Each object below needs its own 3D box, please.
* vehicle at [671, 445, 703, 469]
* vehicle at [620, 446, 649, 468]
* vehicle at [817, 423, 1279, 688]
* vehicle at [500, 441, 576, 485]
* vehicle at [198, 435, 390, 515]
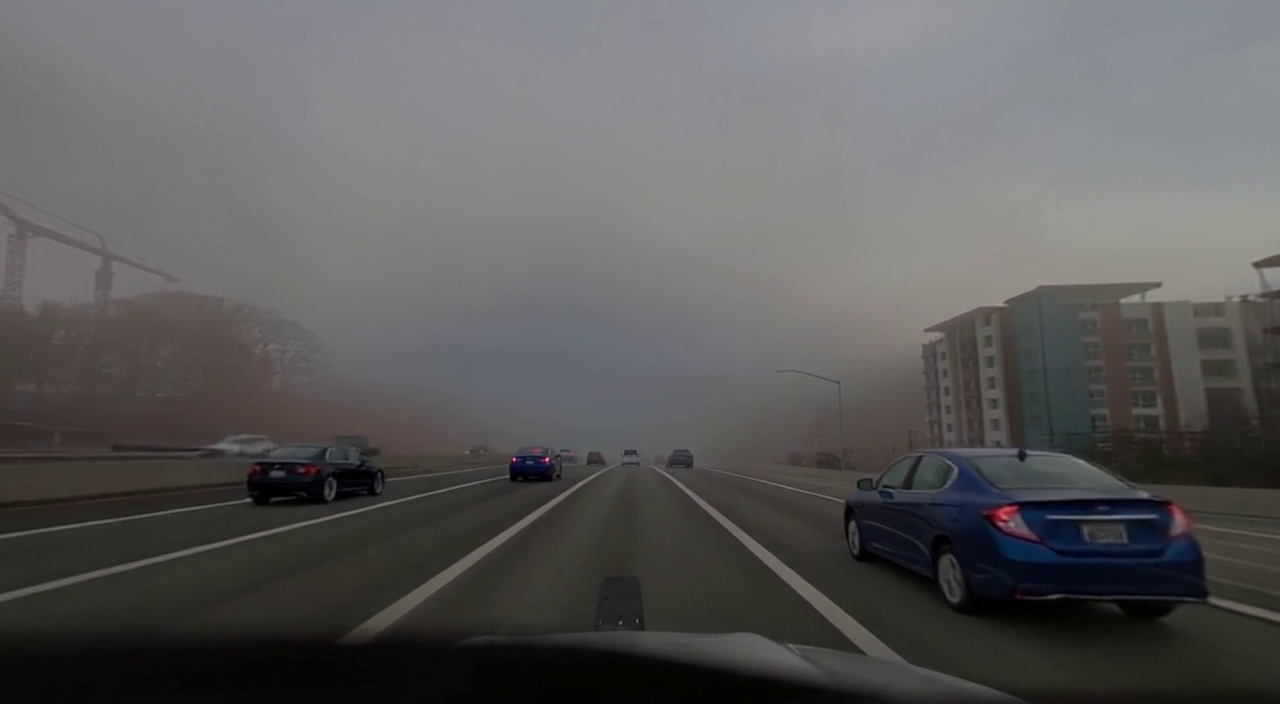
[{"bbox_3d":[3.384,7.635,46.107,1.978,1.602,4.092,1,-8,-1],"label":"vehicle"},{"bbox_3d":[-0.421,7.628,46.164,2.019,1.472,3.971,1,-8,0],"label":"vehicle"},{"bbox_3d":[3.336,1.493,5.905,1.995,1.486,4.463,1,-8,-1],"label":"vehicle"},{"bbox_3d":[-3.834,4.237,24.611,2.136,1.512,4.488,0,-8,1],"label":"vehicle"},{"bbox_3d":[-7.595,2.711,14.461,1.951,1.528,4.209,0,-8,0],"label":"vehicle"}]
